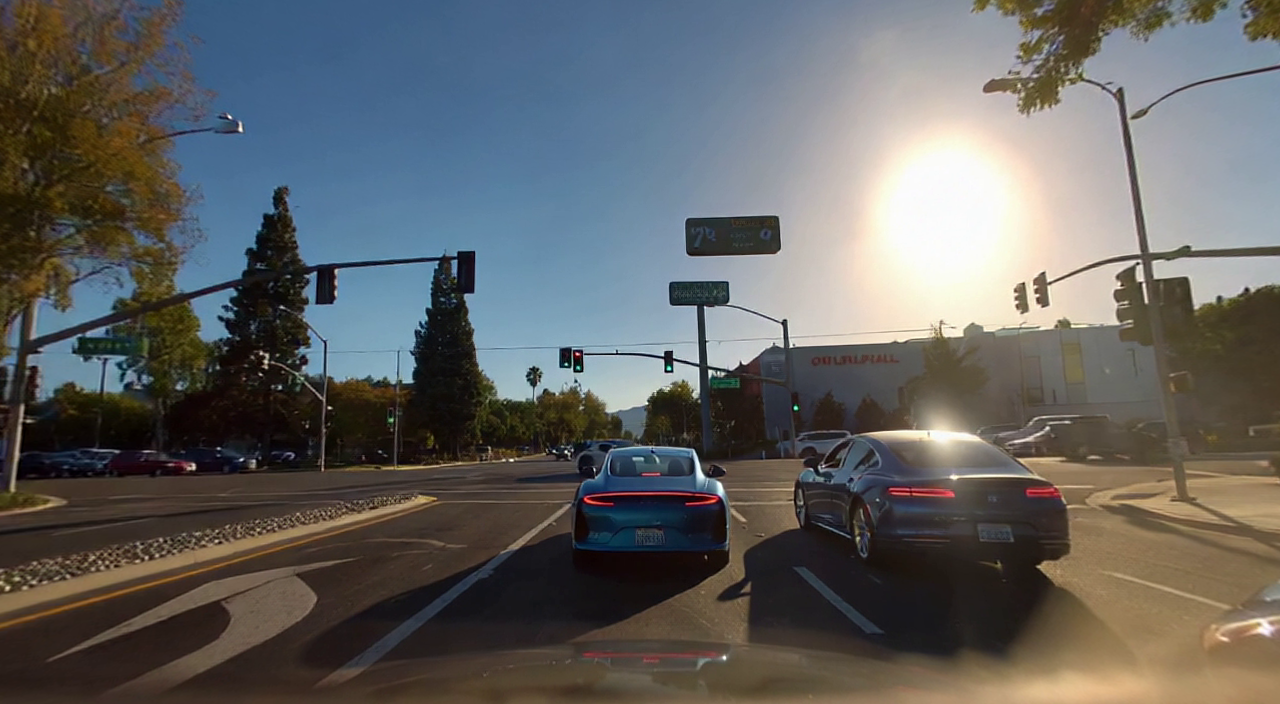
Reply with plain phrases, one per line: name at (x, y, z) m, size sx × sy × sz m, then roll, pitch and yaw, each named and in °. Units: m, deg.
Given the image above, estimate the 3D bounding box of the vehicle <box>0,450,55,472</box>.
vehicle at (-46.166, 7.960, 46.162) m, size 4.545 × 1.558 × 1.833 m, roll 0°, pitch -8°, yaw -4°

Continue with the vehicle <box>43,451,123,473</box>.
vehicle at (-41.296, 8.159, 46.790) m, size 4.195 × 1.533 × 1.752 m, roll 0°, pitch -8°, yaw -2°

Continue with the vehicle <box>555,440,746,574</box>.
vehicle at (0.120, 1.872, 8.392) m, size 1.945 × 1.343 × 3.827 m, roll 0°, pitch -8°, yaw 0°

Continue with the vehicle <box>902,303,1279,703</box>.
vehicle at (3.096, 0.811, 2.527) m, size 2.143 × 1.759 × 4.531 m, roll 0°, pitch -8°, yaw 0°
